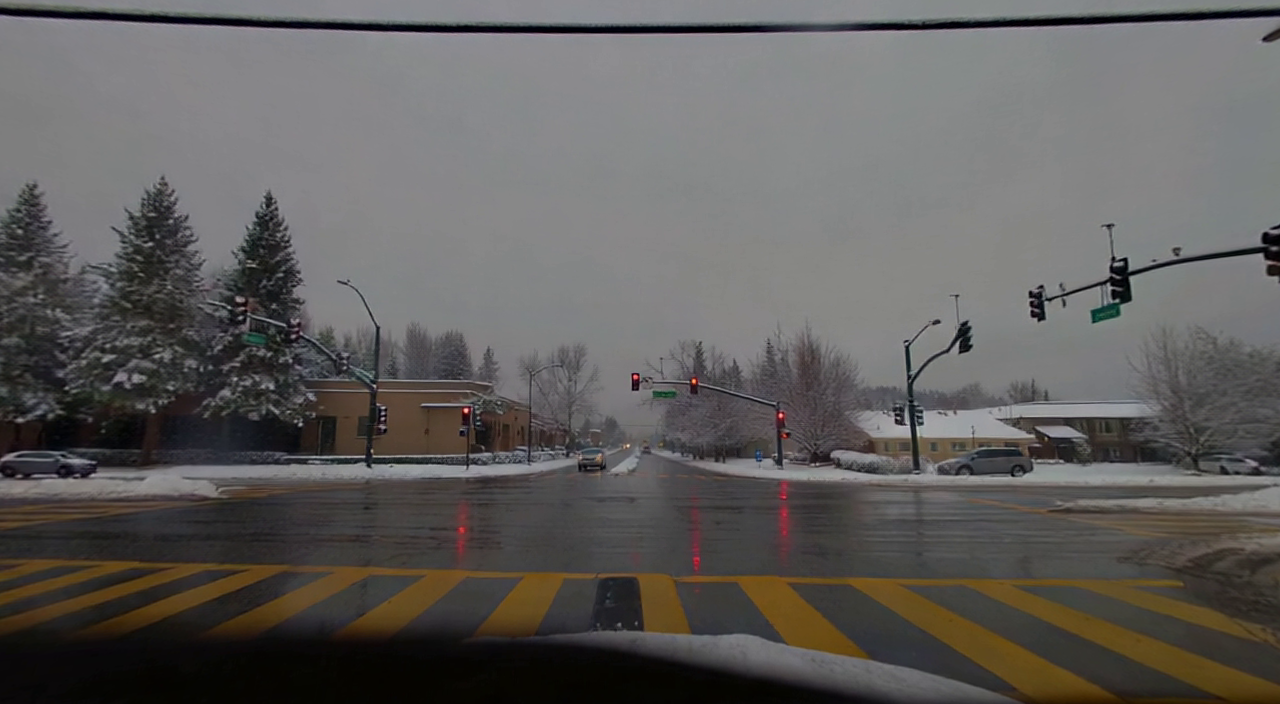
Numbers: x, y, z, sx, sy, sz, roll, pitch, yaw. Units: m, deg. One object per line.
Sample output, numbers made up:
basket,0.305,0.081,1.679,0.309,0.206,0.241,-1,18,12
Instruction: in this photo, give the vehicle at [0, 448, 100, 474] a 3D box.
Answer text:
vehicle,-35.143,6.421,37.180,4.741,1.447,1.807,0,-9,0

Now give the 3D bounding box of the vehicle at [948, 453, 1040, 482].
vehicle,21.093,6.876,37.598,4.447,1.623,1.801,0,-9,-3

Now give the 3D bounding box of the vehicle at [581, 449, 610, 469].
vehicle,-3.455,8.363,49.215,1.908,1.441,4.142,0,-8,1

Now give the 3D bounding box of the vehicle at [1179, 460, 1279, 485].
vehicle,36.210,7.319,38.313,4.976,1.428,1.929,0,-9,-2
